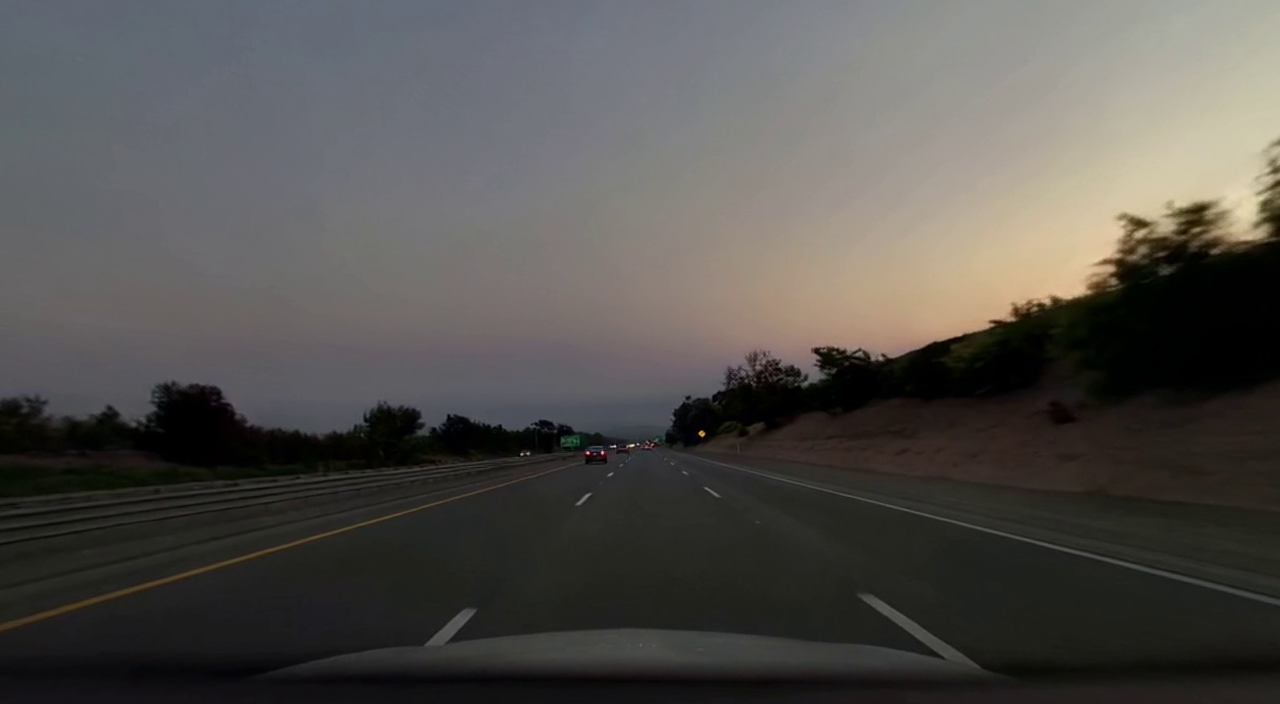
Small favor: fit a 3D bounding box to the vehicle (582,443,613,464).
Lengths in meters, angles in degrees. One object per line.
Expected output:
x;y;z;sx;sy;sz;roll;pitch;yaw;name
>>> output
-3.214;7.771;48.429;1.991;1.475;4.302;0;-8;1;vehicle
